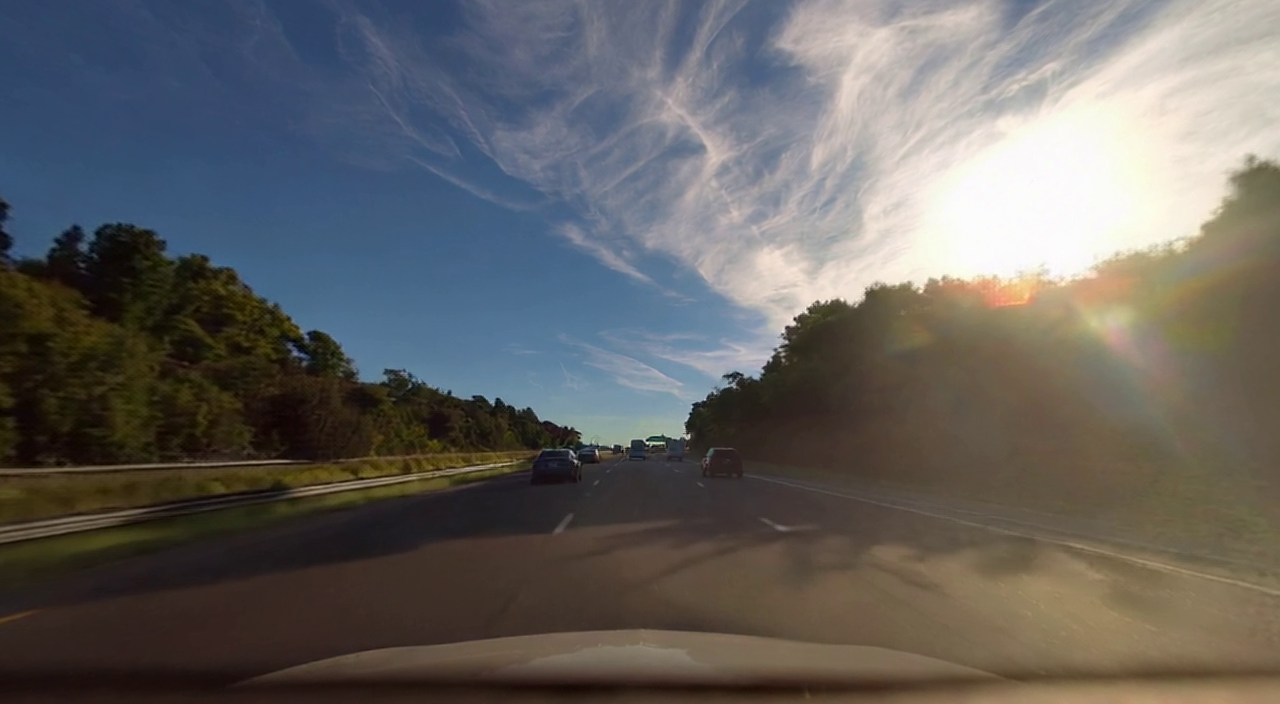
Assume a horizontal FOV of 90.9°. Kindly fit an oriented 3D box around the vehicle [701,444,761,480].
[{"bbox_3d":[3.932,4.806,27.790,1.926,1.483,3.528,0,-9,-3],"label":"vehicle"}]

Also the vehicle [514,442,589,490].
[{"bbox_3d":[-2.939,3.909,21.907,2.053,1.483,4.185,0,-9,-1],"label":"vehicle"}]
